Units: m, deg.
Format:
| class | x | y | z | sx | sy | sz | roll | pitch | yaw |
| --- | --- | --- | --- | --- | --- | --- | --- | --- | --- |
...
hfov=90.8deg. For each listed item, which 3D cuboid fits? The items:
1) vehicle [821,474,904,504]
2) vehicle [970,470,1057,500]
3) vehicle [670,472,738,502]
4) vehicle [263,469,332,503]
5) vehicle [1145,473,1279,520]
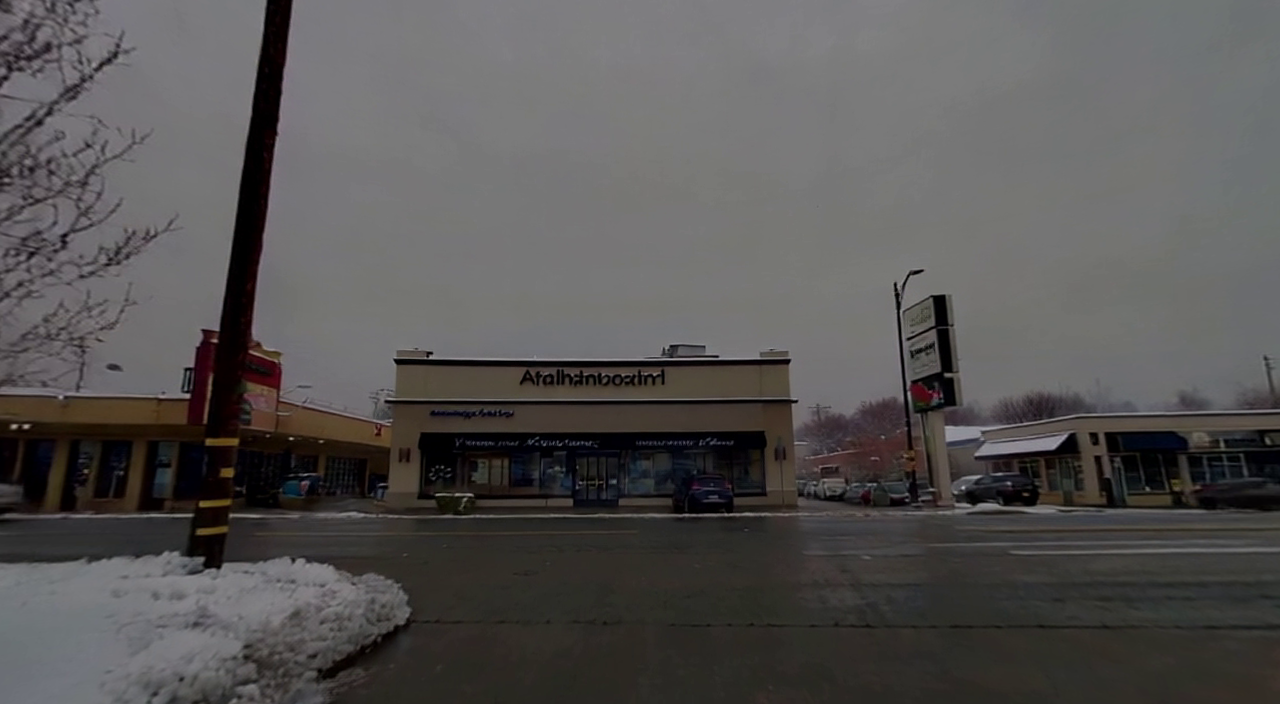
| class | x | y | z | sx | sy | sz | roll | pitch | yaw |
| --- | --- | --- | --- | --- | --- | --- | --- | --- | --- |
| vehicle | 13.132 | 8.111 | 37.637 | 1.791 | 1.453 | 4.593 | 5 | -10 | -28 |
| vehicle | 25.906 | 9.209 | 43.925 | 4.838 | 1.799 | 1.914 | -7 | -11 | 39 |
| vehicle | 3.751 | 8.040 | 37.840 | 1.812 | 1.468 | 4.519 | 5 | -10 | -28 |
| vehicle | -19.867 | 7.711 | 36.597 | 4.596 | 1.680 | 1.936 | -8 | -12 | 41 |
| vehicle | 20.427 | 4.949 | 21.813 | 4.418 | 1.467 | 1.846 | 1 | -9 | -3 |
